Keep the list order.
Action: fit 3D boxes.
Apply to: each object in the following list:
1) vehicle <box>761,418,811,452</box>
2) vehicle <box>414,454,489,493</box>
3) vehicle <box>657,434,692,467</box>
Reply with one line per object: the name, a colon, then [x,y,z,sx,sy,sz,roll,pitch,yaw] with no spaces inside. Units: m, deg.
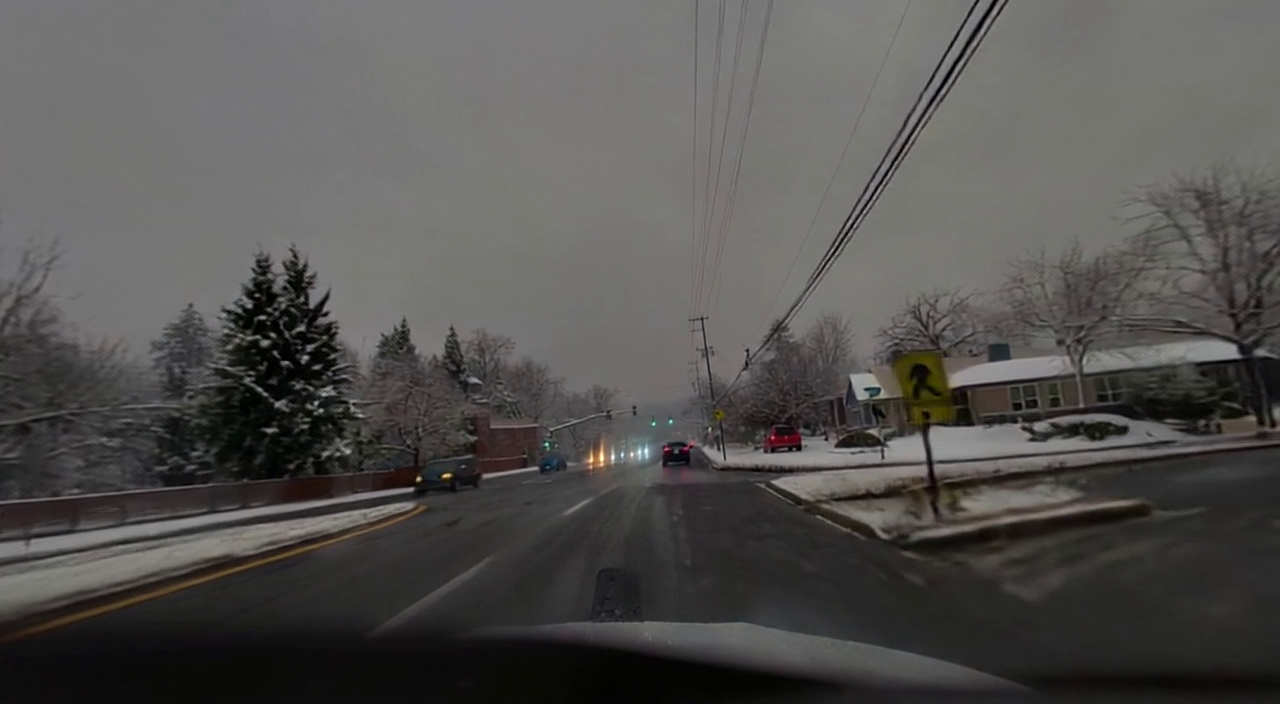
vehicle: [10.643,6.183,46.463,2.531,2.263,6.802,-1,-8,4]
vehicle: [-9.576,6.188,32.398,2.014,1.734,4.482,-2,-8,7]
vehicle: [2.250,6.295,40.357,2.059,1.908,4.714,-1,-8,5]
